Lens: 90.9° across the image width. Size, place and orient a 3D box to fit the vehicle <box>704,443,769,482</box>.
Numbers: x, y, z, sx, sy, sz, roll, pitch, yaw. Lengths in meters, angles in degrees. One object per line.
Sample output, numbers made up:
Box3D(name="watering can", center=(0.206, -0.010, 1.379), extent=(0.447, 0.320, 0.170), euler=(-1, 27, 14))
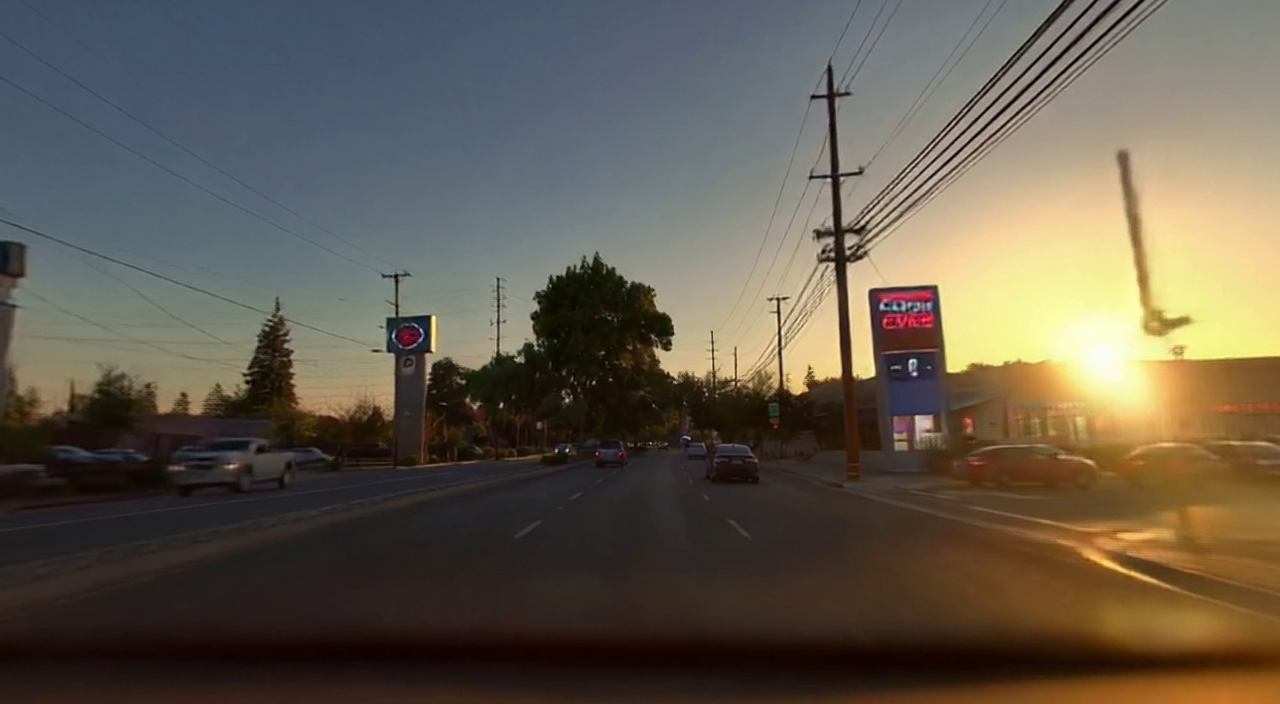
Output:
Box3D(name="vehicle", center=(3.869, 4.494, 25.966), extent=(1.978, 1.455, 4.195), euler=(0, -9, 0))

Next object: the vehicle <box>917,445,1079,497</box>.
Box3D(name="vehicle", center=(11.533, 3.827, 20.492), extent=(4.144, 1.540, 1.913), euler=(1, -7, -5))

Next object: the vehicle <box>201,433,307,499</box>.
Box3D(name="vehicle", center=(-12.989, 3.814, 21.624), extent=(2.358, 1.904, 5.603), euler=(4, -9, -25))

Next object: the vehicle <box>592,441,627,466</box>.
Box3D(name="vehicle", center=(-2.073, 7.087, 44.144), extent=(2.047, 1.664, 4.148), euler=(0, -9, 2))

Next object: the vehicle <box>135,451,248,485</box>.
Box3D(name="vehicle", center=(-22.752, 5.847, 32.001), extent=(4.739, 1.607, 2.045), euler=(-3, -9, 16))

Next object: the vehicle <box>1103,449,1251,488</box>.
Box3D(name="vehicle", center=(21.571, 4.657, 25.387), extent=(4.779, 1.429, 1.844), euler=(2, -9, -11))
